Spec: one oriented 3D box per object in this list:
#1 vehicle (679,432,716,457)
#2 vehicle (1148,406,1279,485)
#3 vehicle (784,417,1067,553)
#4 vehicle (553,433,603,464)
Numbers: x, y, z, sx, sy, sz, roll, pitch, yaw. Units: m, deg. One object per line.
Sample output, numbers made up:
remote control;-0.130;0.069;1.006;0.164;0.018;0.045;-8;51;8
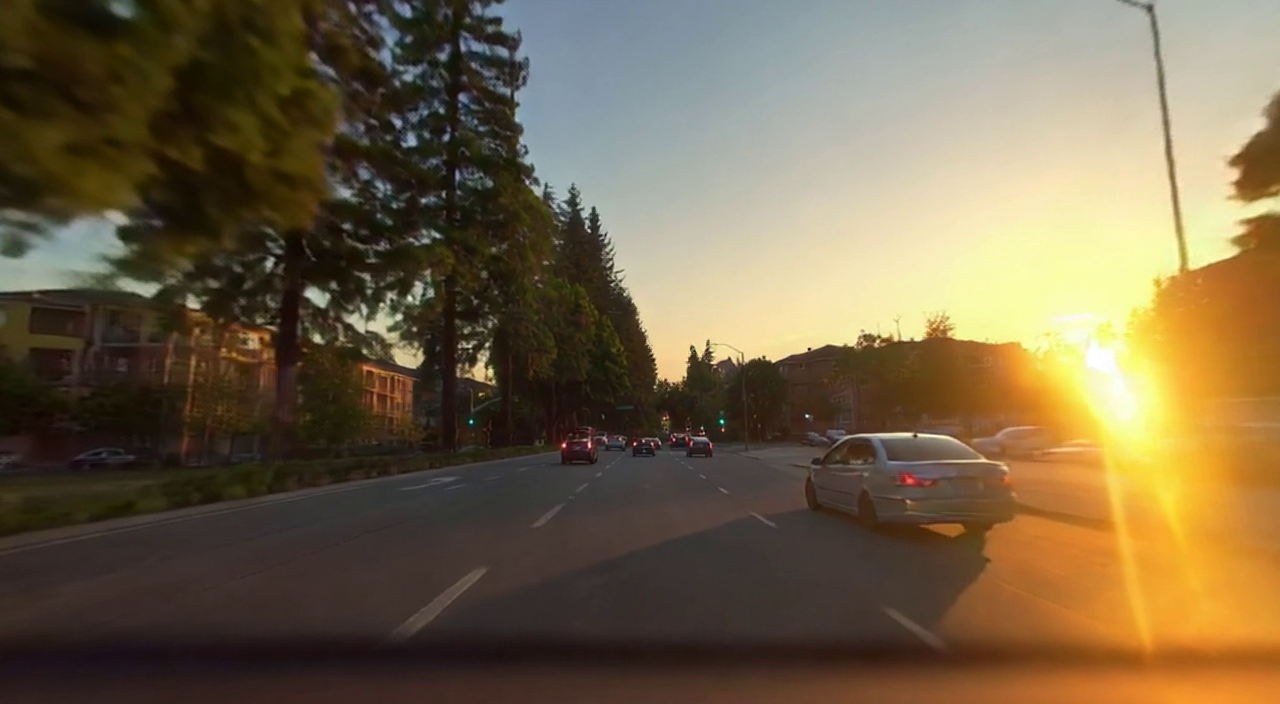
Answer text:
vehicle;3.975;6.484;44.307;2.137;1.646;4.488;0;-8;0
vehicle;15.666;2.305;15.540;4.410;1.795;2.078;0;-8;-1
vehicle;3.748;1.836;9.438;2.128;1.502;4.572;0;-8;1
vehicle;-3.205;5.121;33.477;2.049;1.485;4.656;0;-8;1
